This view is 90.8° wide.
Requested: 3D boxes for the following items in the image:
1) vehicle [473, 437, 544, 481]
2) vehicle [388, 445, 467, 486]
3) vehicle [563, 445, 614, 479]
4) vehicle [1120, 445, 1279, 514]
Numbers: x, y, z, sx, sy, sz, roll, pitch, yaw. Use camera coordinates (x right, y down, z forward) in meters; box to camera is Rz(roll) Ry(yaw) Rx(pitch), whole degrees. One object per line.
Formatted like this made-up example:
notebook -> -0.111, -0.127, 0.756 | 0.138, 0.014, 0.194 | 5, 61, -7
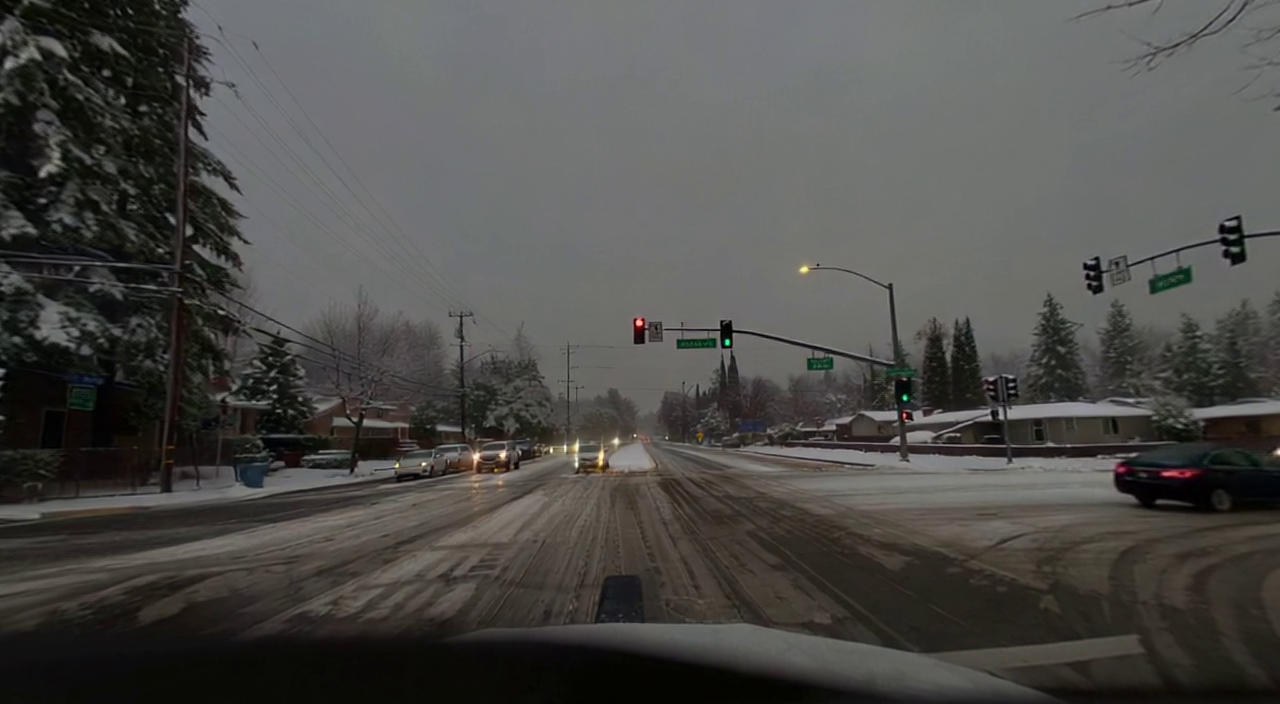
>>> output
vehicle -> -6.371, 5.274, 31.426 | 2.479, 1.977, 5.254 | 0, -9, -1
vehicle -> -10.148, 5.442, 30.624 | 2.241, 1.819, 4.690 | 0, -9, -1
vehicle -> -2.394, 5.254, 30.562 | 2.174, 1.477, 4.805 | 0, -9, -1
vehicle -> 13.805, 2.808, 14.402 | 4.443, 1.367, 2.197 | 2, -9, -16
